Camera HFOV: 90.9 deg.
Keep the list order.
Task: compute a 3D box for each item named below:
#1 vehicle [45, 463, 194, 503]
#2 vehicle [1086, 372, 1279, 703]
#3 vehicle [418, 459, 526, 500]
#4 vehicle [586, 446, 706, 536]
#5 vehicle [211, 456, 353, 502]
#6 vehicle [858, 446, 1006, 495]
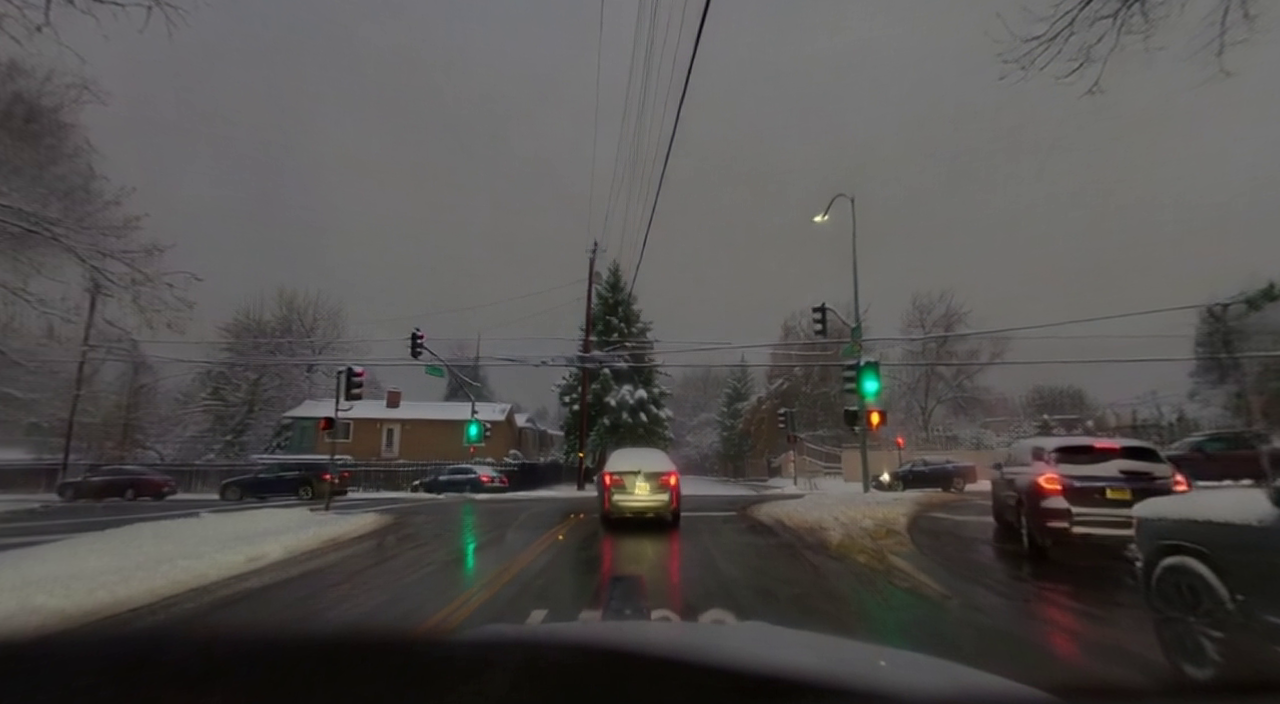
[{"bbox_3d":[-21.150,5.308,25.708,4.736,1.475,1.921,-2,-9,9],"label":"vehicle"},{"bbox_3d":[4.530,0.901,2.570,2.095,1.836,4.895,-1,-8,5],"label":"vehicle"},{"bbox_3d":[-7.209,5.364,26.906,4.343,1.492,2.063,-6,-10,34],"label":"vehicle"},{"bbox_3d":[-0.021,2.748,13.215,2.078,1.506,4.512,0,-8,-3],"label":"vehicle"},{"bbox_3d":[-13.948,4.936,24.684,4.485,1.625,1.980,-2,-9,9],"label":"vehicle"},{"bbox_3d":[11.015,4.480,24.090,4.600,1.722,2.074,-1,-9,6],"label":"vehicle"}]
